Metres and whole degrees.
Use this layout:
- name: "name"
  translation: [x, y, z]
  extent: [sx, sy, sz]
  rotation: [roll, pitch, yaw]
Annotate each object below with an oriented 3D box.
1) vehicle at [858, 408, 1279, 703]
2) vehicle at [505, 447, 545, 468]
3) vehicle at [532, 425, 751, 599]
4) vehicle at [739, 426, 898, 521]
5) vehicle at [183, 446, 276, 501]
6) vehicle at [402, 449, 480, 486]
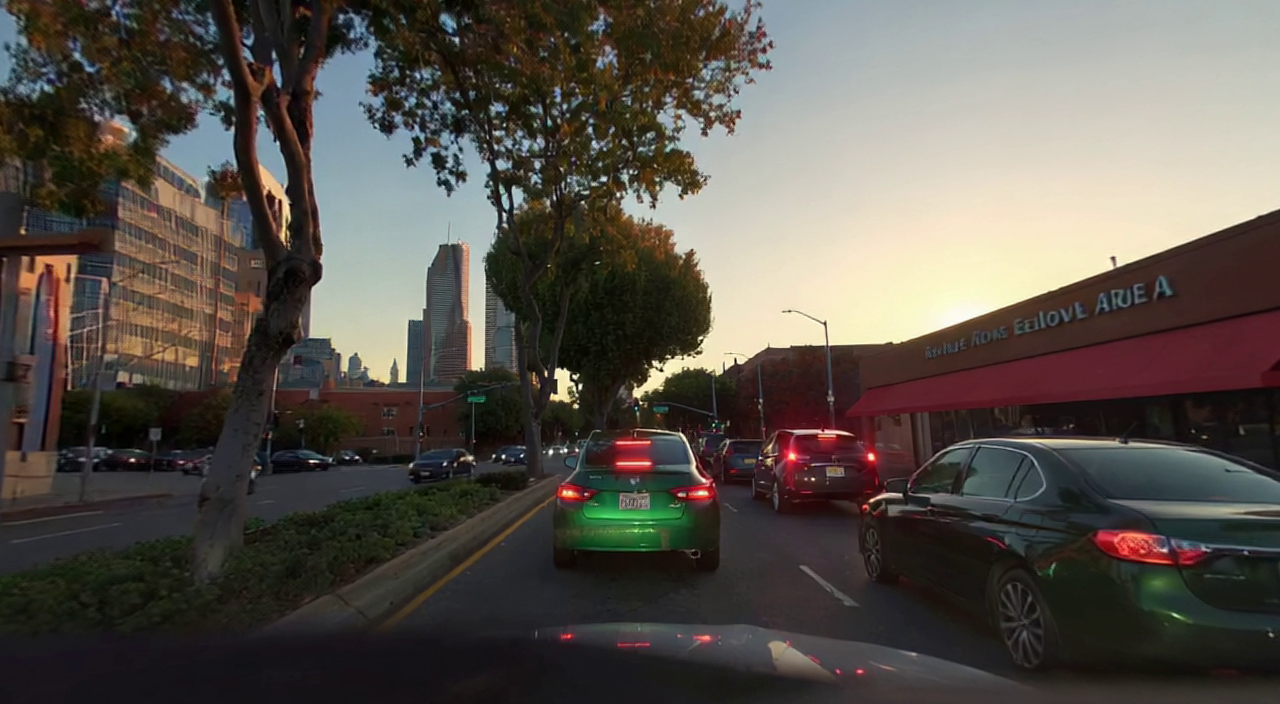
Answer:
- name: "vehicle"
  translation: [3.299, 1.261, 4.482]
  extent: [1.988, 1.480, 4.195]
  rotation: [0, -9, 0]
- name: "vehicle"
  translation: [-8.505, 7.790, 46.978]
  extent: [2.169, 1.477, 4.168]
  rotation: [0, -9, 0]
- name: "vehicle"
  translation: [-0.003, 1.659, 7.312]
  extent: [1.887, 1.487, 3.535]
  rotation: [0, -9, 0]
- name: "vehicle"
  translation: [3.517, 2.490, 13.415]
  extent: [2.025, 1.660, 4.263]
  rotation: [0, -9, -1]
- name: "vehicle"
  translation: [-14.934, 4.368, 23.246]
  extent: [2.072, 1.773, 4.329]
  rotation: [3, -9, -23]
- name: "vehicle"
  translation: [-8.221, 4.778, 26.505]
  extent: [1.850, 1.417, 4.321]
  rotation: [0, -9, 0]
